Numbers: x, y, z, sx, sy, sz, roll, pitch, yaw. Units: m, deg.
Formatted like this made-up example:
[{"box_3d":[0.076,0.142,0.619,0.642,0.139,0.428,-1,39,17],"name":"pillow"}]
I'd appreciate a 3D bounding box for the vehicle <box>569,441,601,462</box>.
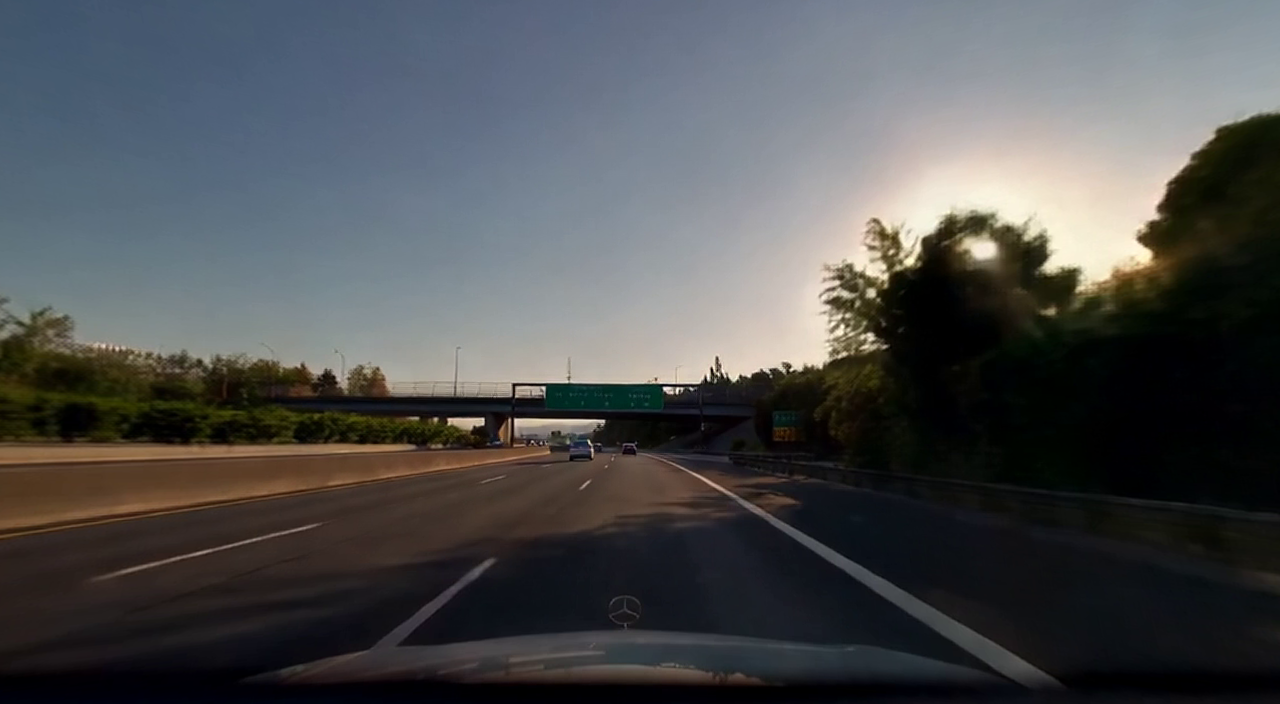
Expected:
[{"box_3d":[-4.173,7.596,48.371,2.211,1.524,3.651,0,-8,-1],"name":"vehicle"}]
